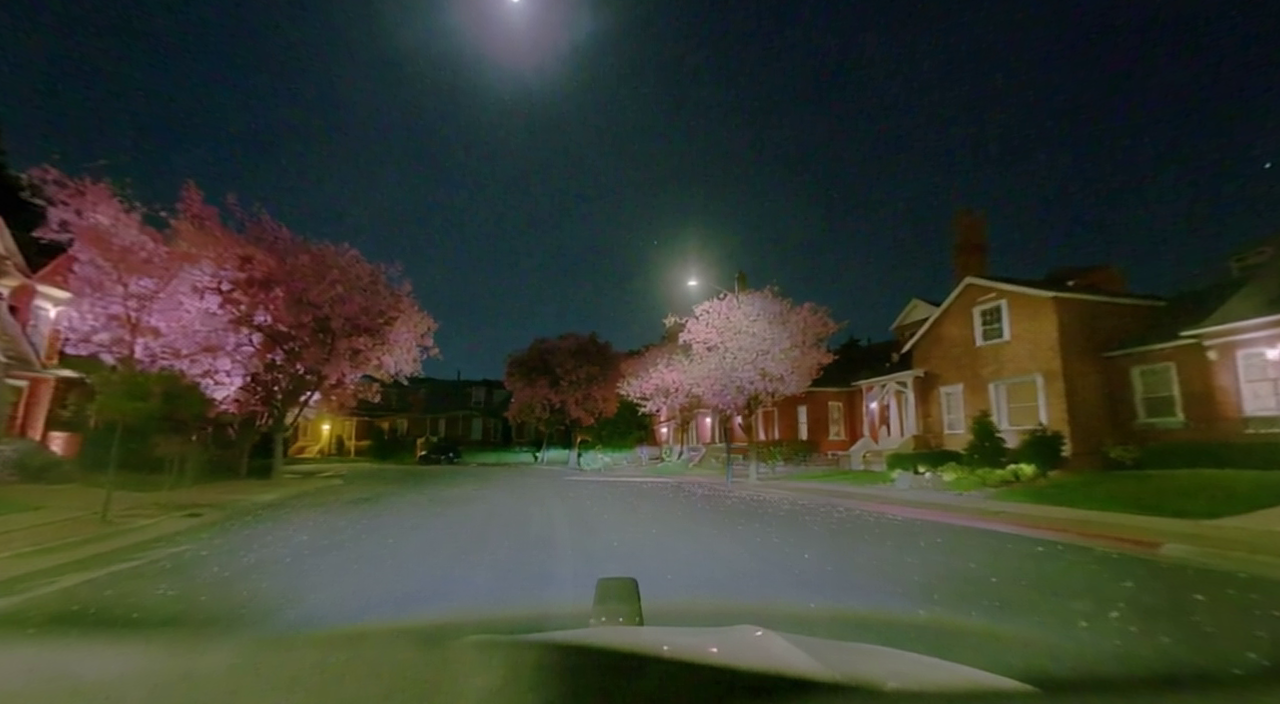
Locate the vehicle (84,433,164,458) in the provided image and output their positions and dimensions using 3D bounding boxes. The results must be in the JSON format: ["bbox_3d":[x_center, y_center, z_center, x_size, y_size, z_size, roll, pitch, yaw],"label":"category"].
[{"bbox_3d":[-37.931,6.873,46.458,4.237,1.728,2.203,-1,-9,12],"label":"vehicle"}]
